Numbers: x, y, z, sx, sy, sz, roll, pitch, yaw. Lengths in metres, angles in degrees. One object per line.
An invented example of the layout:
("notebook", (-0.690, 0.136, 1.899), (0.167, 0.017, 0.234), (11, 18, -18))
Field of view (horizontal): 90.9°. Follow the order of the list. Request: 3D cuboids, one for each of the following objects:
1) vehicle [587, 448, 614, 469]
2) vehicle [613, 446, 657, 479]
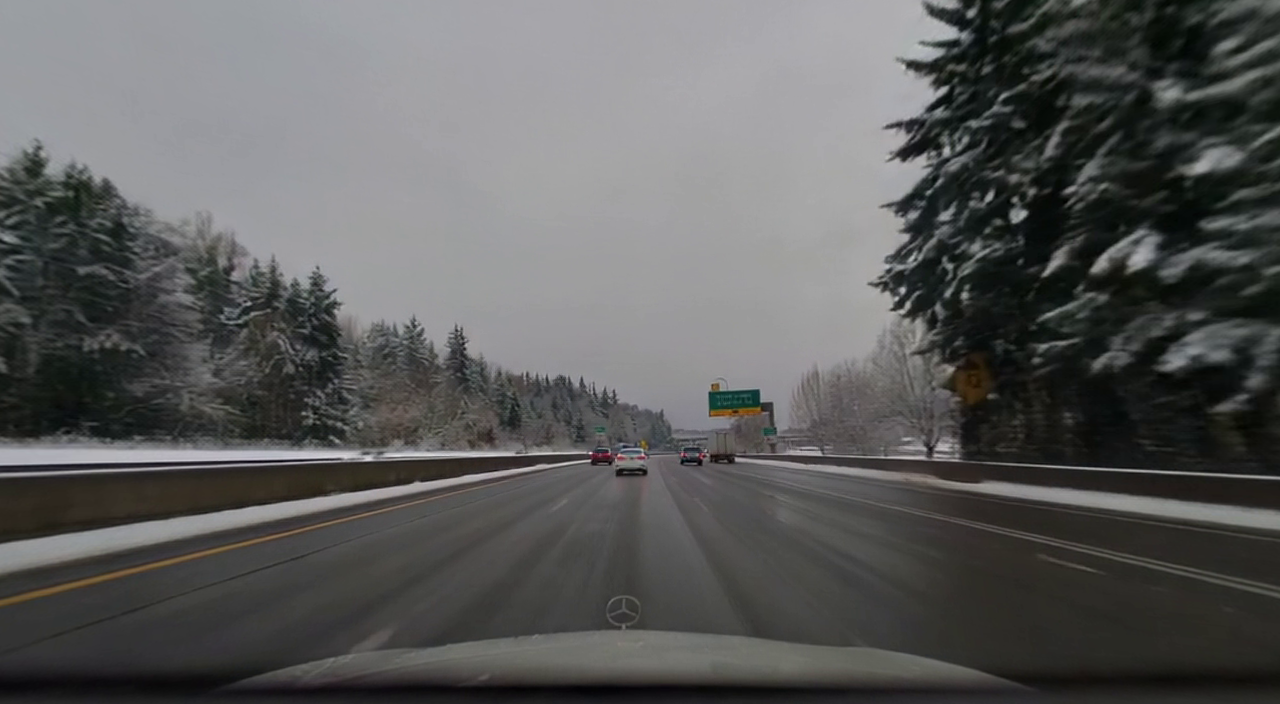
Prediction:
("vehicle", (-3.078, 8.430, 49.991), (1.874, 1.555, 3.487), (0, -9, 1))
("vehicle", (-0.208, 5.527, 31.671), (2.035, 1.513, 4.272), (0, -9, 1))
